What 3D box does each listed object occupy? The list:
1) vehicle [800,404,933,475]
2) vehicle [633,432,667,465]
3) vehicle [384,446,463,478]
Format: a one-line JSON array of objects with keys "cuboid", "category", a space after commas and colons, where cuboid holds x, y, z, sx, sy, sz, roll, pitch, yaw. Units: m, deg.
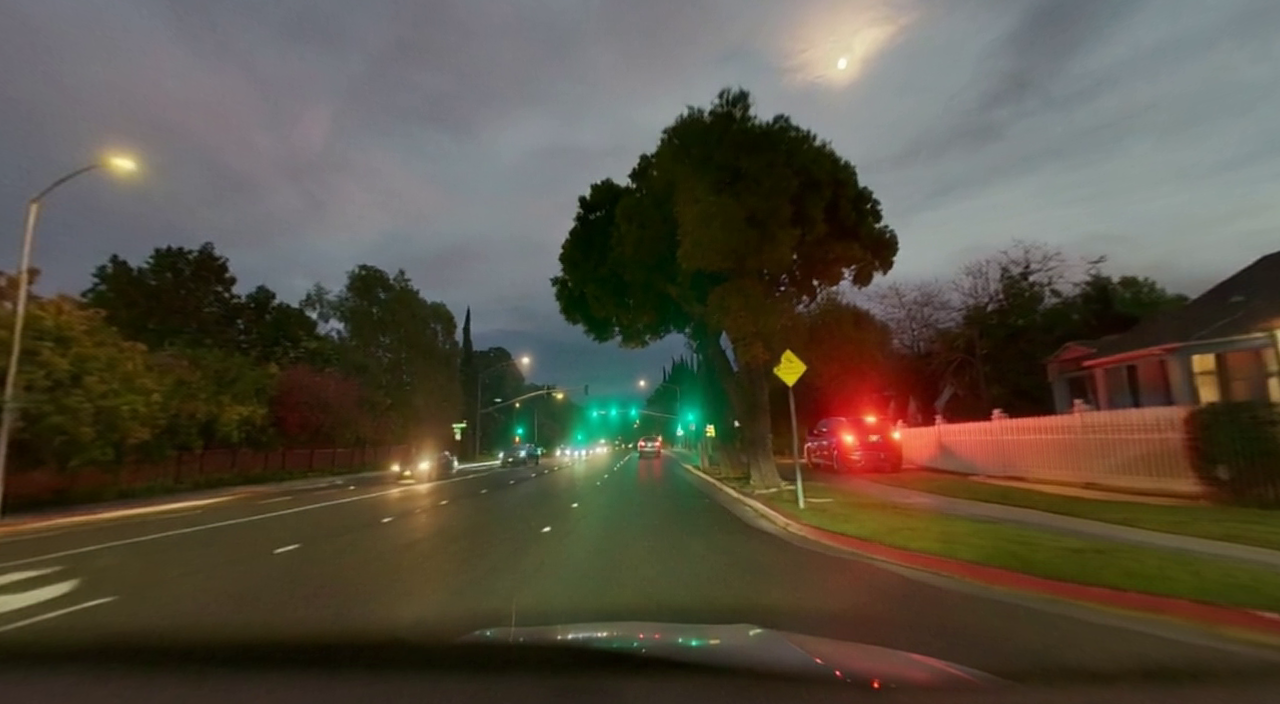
[{"cuboid": [8.167, 3.303, 23.734, 2.531, 2.263, 6.802, 0, -8, 1], "category": "vehicle"}, {"cuboid": [0.627, 6.130, 40.117, 2.059, 1.908, 4.714, 0, -8, 1], "category": "vehicle"}, {"cuboid": [-11.211, 5.717, 33.009, 2.176, 1.528, 4.750, -1, -8, 4], "category": "vehicle"}]
